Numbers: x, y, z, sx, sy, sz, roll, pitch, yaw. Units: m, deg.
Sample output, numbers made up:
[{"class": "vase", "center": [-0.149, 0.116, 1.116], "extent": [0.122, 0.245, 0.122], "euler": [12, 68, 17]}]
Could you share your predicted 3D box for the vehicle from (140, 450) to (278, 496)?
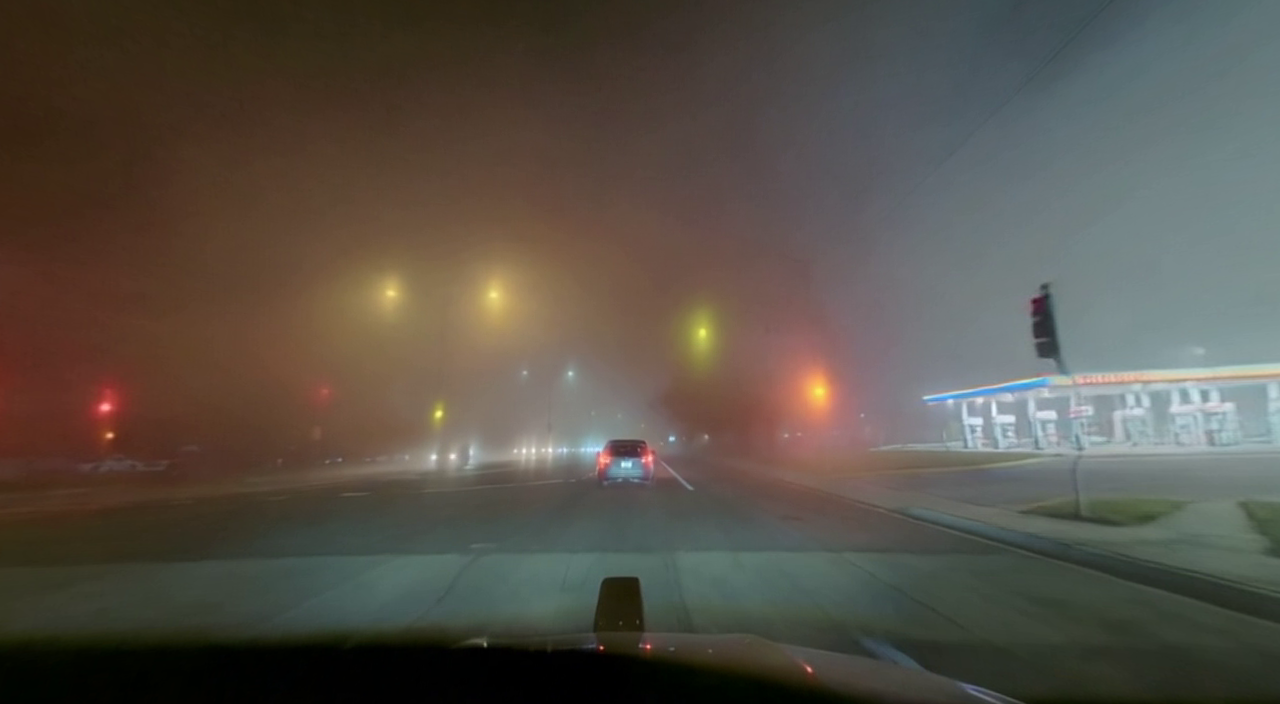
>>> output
[{"class": "vehicle", "center": [-16.129, 4.521, 23.950], "extent": [1.920, 1.481, 4.660], "euler": [0, -8, 1]}]

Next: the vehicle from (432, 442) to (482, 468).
[{"class": "vehicle", "center": [-12.236, 6.898, 42.405], "extent": [1.994, 1.647, 4.331], "euler": [0, -8, 1]}]

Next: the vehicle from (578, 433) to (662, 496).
[{"class": "vehicle", "center": [-0.475, 3.072, 17.580], "extent": [2.062, 1.519, 4.214], "euler": [1, -8, 0]}]

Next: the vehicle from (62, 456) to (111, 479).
[{"class": "vehicle", "center": [-42.180, 8.780, 47.943], "extent": [3.985, 1.544, 1.963], "euler": [-6, -11, 38]}]

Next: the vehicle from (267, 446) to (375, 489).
[{"class": "vehicle", "center": [-12.745, 4.601, 25.525], "extent": [1.989, 1.539, 4.413], "euler": [0, -8, 1]}]

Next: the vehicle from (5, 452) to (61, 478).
[{"class": "vehicle", "center": [-43.900, 8.127, 45.510], "extent": [4.745, 1.716, 2.224], "euler": [-6, -11, 40]}]
